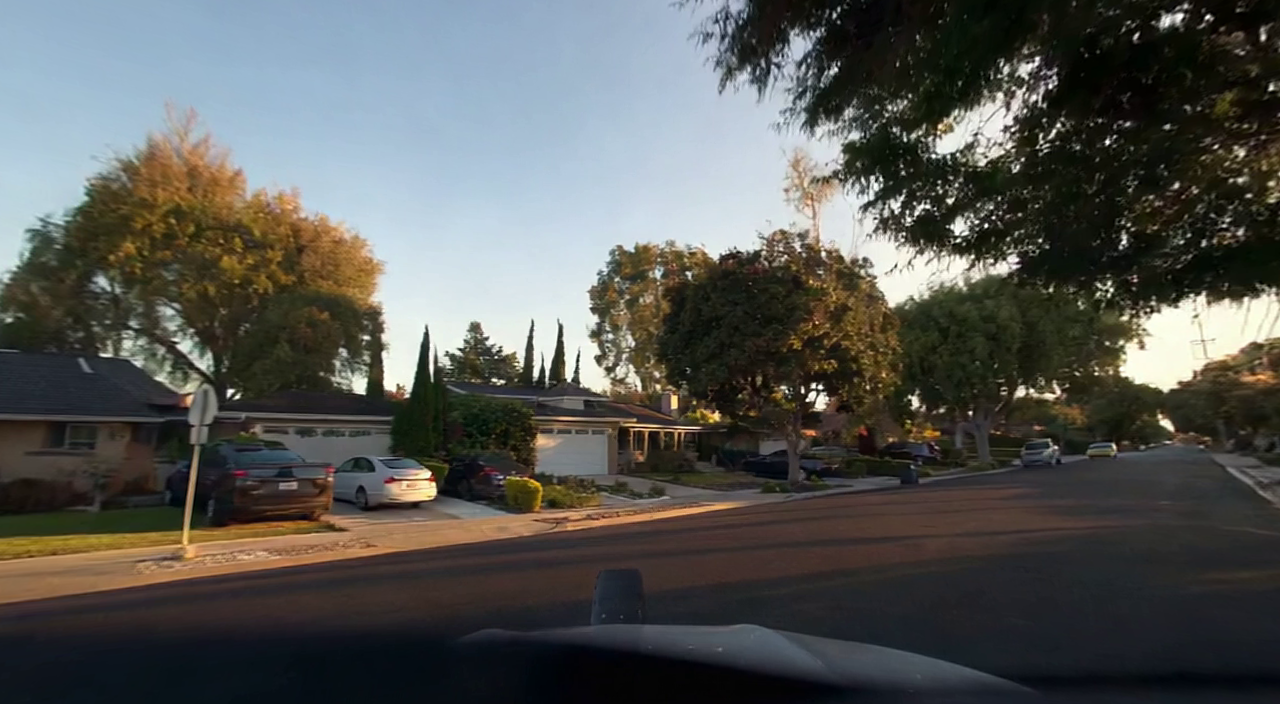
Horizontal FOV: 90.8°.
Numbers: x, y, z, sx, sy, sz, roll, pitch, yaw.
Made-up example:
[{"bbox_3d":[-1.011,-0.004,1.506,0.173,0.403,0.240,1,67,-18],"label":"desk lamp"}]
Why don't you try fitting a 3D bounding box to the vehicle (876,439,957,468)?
[{"bbox_3d":[20.616,7.574,47.258,5.033,1.997,2.126,-7,-11,39],"label":"vehicle"}]
